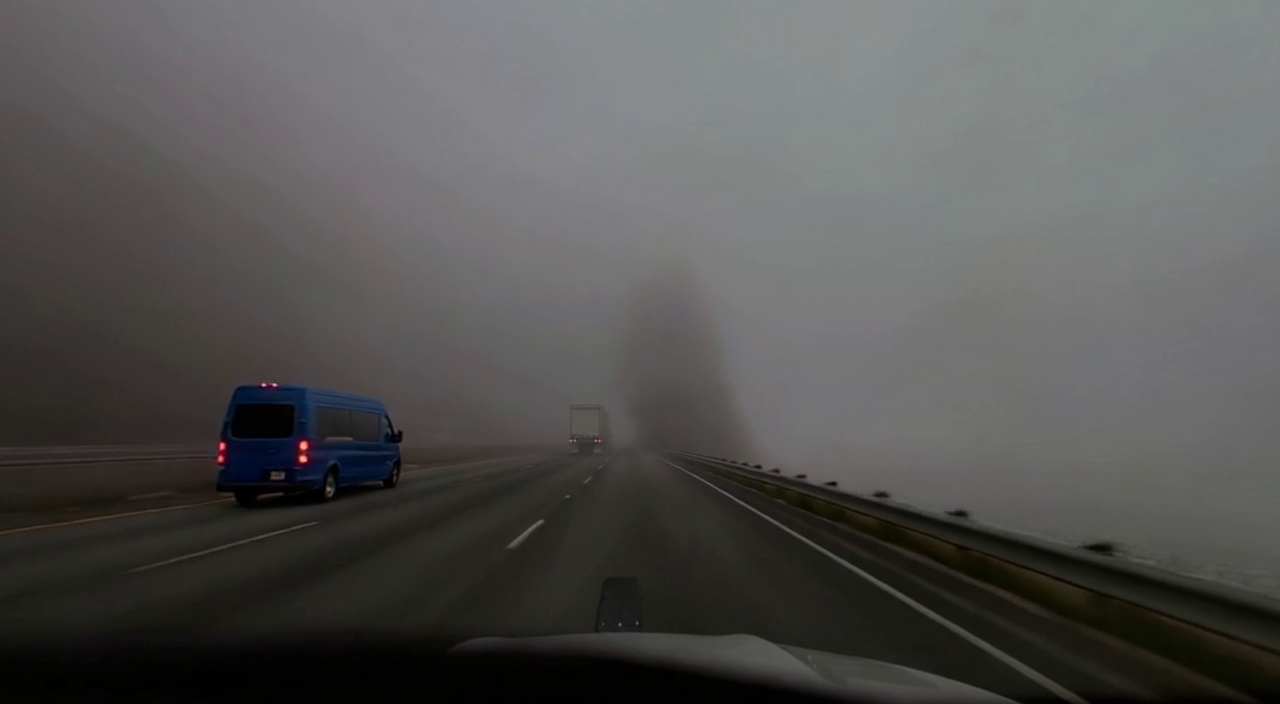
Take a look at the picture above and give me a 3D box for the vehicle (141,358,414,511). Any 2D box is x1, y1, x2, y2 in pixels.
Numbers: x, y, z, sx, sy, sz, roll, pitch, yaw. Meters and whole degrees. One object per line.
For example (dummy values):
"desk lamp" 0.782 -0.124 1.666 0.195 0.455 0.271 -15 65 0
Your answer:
"vehicle" -7.812 1.946 14.958 2.396 2.763 6.935 0 -8 -1
